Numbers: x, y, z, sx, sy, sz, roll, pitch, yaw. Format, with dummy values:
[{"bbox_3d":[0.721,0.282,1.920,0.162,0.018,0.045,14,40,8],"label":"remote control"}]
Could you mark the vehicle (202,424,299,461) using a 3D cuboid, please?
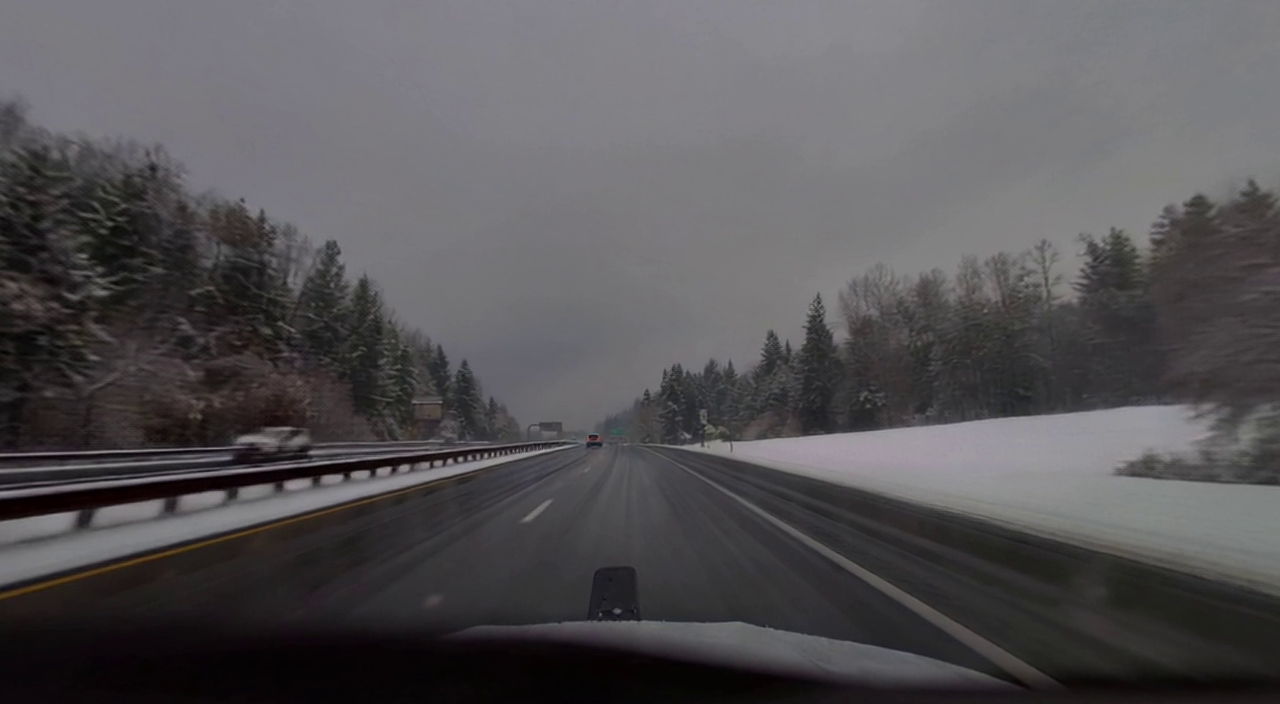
[{"bbox_3d":[-17.875,4.184,29.183,1.875,1.555,4.233,0,-8,-1],"label":"vehicle"}]
